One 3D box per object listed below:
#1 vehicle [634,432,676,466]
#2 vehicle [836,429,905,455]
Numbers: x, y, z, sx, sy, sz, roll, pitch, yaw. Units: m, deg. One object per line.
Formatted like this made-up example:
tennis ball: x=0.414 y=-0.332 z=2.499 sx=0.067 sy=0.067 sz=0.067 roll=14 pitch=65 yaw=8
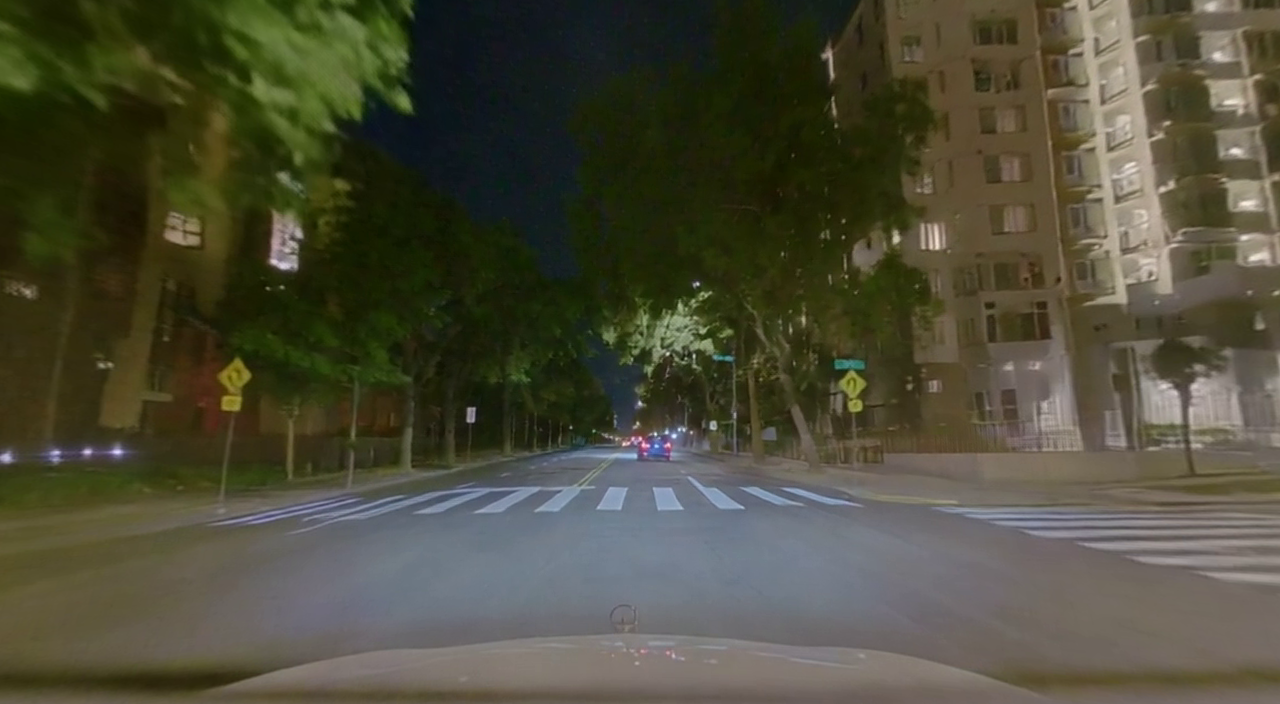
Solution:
vehicle: x=0.742 y=5.120 z=33.391 sx=1.981 sy=1.703 sz=3.691 roll=0 pitch=-8 yaw=-2
vehicle: x=17.159 y=6.752 z=47.000 sx=4.237 sy=1.819 sz=2.245 roll=-1 pitch=-9 yaw=0
